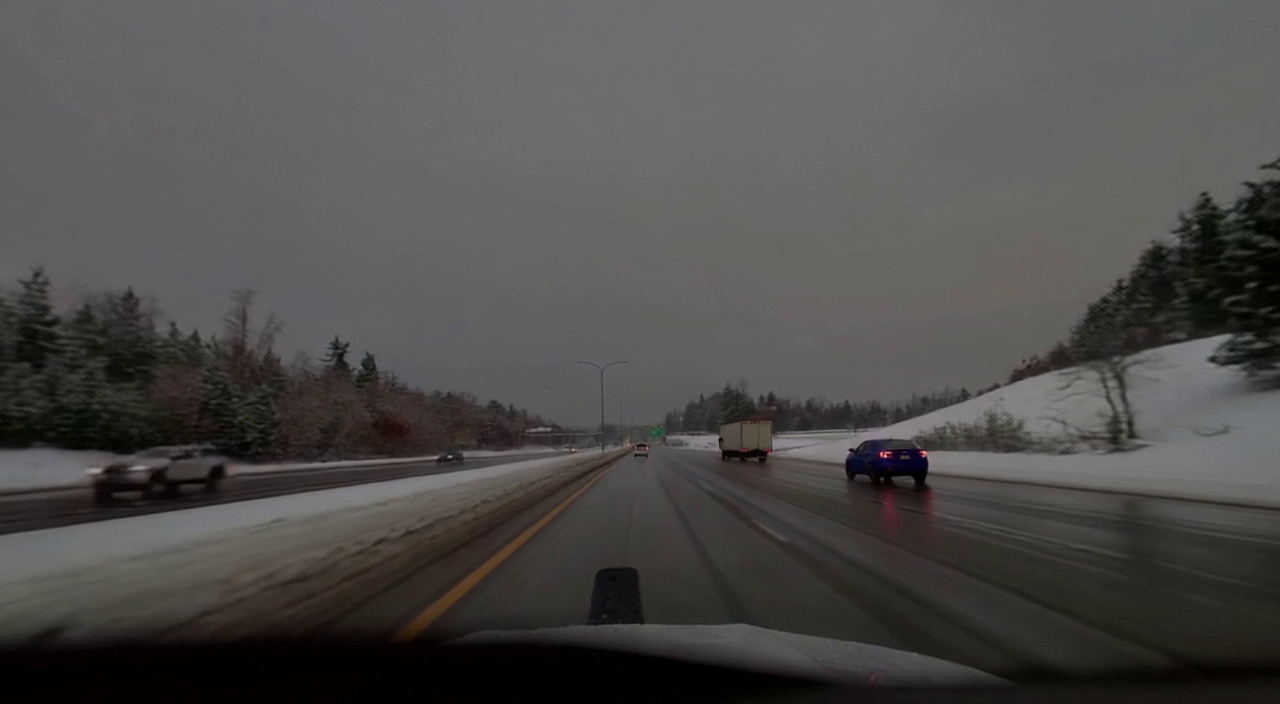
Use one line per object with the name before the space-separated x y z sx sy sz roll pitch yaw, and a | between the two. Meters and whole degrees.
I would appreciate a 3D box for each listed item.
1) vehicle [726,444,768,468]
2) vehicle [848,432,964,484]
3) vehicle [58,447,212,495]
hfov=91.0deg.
vehicle | 7.315 7.139 43.343 2.053 1.553 4.463 0 -9 -1
vehicle | 10.931 4.409 26.477 2.387 1.936 5.646 0 -9 0
vehicle | -19.862 4.660 25.140 2.019 1.701 4.913 0 -9 1
